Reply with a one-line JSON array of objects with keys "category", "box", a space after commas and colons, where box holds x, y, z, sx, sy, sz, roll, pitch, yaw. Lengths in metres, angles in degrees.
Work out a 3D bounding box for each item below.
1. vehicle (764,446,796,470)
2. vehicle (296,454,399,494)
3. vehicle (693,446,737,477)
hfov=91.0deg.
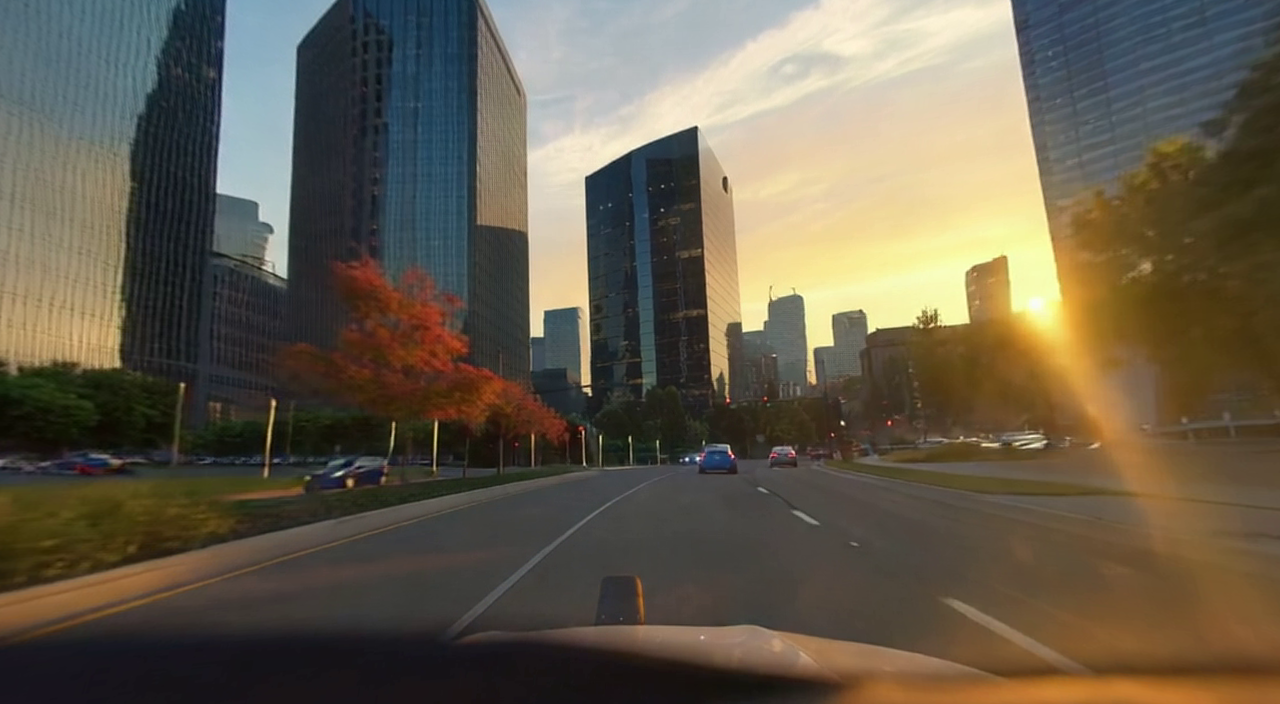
[{"category": "vehicle", "box": [9.127, 6.968, 41.367, 1.916, 1.492, 3.911, -2, -9, 11]}, {"category": "vehicle", "box": [-13.234, 5.528, 28.892, 1.926, 1.619, 4.649, -2, -9, 9]}, {"category": "vehicle", "box": [4.060, 5.799, 33.553, 2.127, 1.497, 4.020, -2, -9, 9]}]
